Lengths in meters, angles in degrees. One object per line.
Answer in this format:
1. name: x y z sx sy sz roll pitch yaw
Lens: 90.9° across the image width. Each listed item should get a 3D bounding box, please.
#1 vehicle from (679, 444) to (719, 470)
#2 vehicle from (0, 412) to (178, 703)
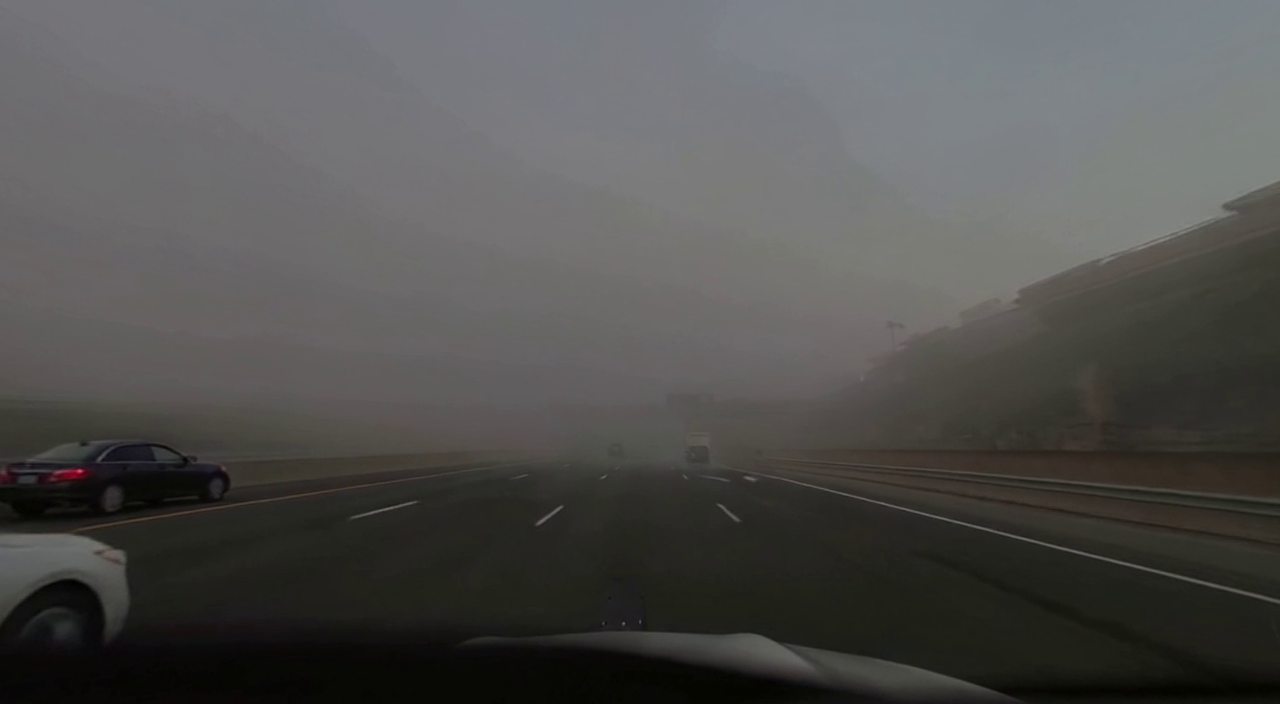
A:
1. vehicle: 3.647 6.543 39.730 2.059 1.509 4.670 0 -8 0
2. vehicle: -3.820 0.840 1.584 1.990 1.477 4.308 0 -8 1
